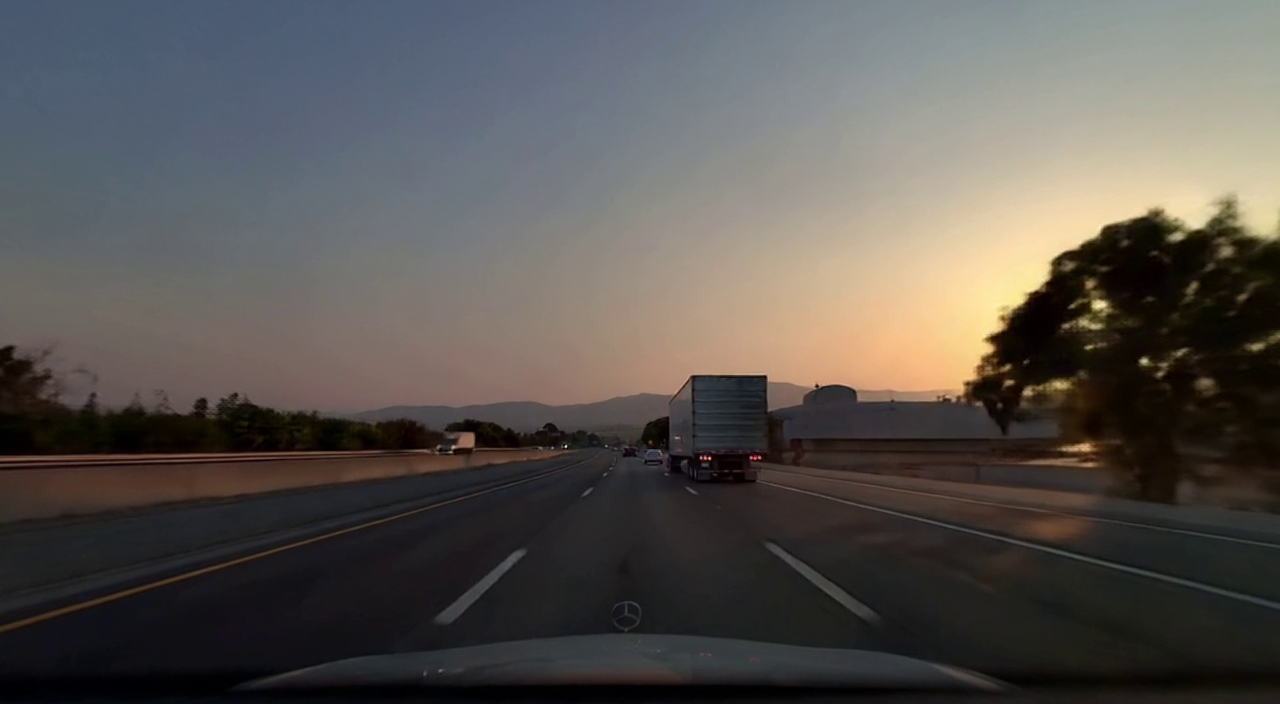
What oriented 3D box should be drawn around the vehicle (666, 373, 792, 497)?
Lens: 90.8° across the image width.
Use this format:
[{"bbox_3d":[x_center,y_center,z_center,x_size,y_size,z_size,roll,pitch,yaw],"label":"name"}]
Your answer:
[{"bbox_3d":[3.334,4.073,29.635,3.462,4.177,16.311,0,-9,0],"label":"vehicle"}]
